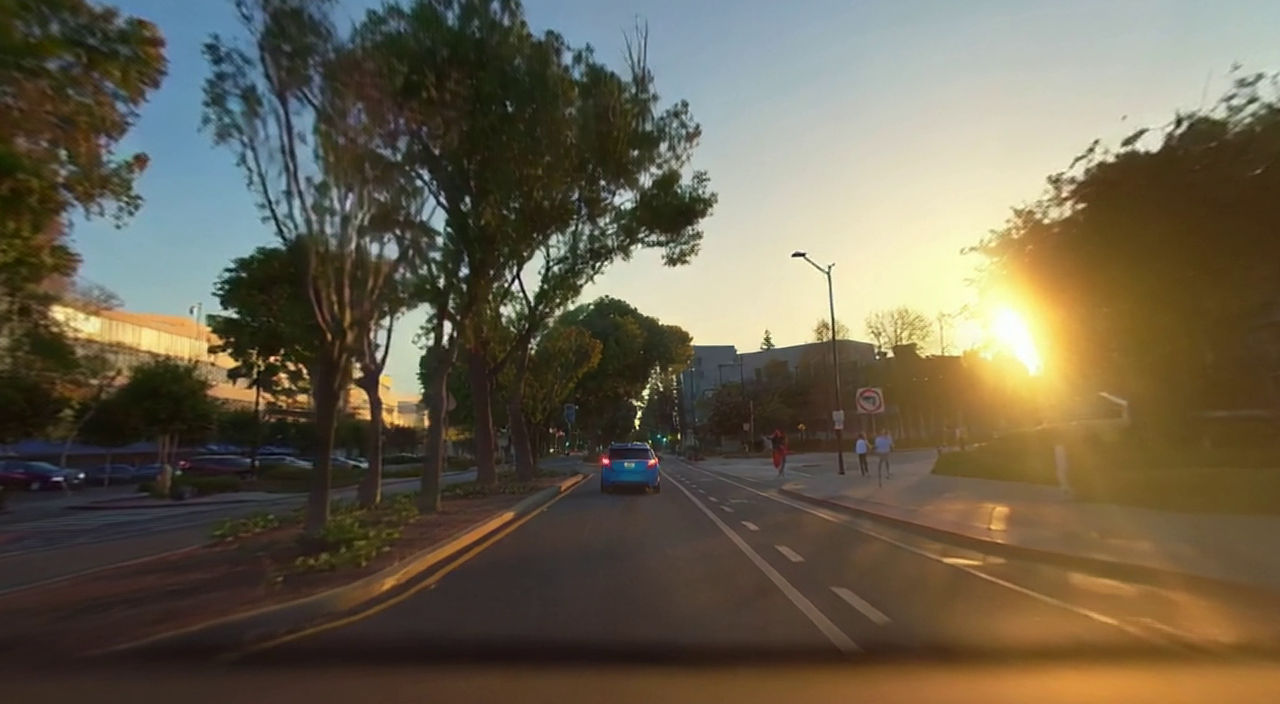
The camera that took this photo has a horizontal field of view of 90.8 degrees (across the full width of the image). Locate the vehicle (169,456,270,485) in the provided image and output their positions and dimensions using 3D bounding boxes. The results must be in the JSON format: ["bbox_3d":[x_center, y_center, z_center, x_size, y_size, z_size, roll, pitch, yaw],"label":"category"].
[{"bbox_3d":[-22.957,6.469,34.597,4.038,1.531,2.015,0,-9,-3],"label":"vehicle"}]

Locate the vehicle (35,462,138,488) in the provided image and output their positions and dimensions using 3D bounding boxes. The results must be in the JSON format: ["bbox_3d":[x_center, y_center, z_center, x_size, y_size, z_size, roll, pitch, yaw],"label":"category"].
[{"bbox_3d":[-35.359,7.876,40.464,4.500,1.542,2.155,0,-9,-1],"label":"vehicle"}]

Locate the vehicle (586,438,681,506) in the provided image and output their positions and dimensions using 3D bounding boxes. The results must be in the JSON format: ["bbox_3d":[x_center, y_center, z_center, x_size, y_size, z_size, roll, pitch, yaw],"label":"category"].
[{"bbox_3d":[-0.197,3.141,17.023,2.221,1.570,4.398,0,-8,-1],"label":"vehicle"}]

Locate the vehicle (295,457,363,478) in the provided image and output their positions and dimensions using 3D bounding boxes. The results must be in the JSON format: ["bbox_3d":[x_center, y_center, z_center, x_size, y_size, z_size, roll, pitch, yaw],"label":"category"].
[{"bbox_3d":[-23.173,8.618,47.216,4.086,1.478,1.844,0,-8,-4],"label":"vehicle"}]

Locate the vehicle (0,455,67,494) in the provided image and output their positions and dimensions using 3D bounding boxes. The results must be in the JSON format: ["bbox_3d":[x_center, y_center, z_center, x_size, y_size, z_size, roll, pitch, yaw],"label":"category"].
[{"bbox_3d":[-35.745,6.840,35.362,5.087,1.999,2.056,0,-8,-2],"label":"vehicle"}]
